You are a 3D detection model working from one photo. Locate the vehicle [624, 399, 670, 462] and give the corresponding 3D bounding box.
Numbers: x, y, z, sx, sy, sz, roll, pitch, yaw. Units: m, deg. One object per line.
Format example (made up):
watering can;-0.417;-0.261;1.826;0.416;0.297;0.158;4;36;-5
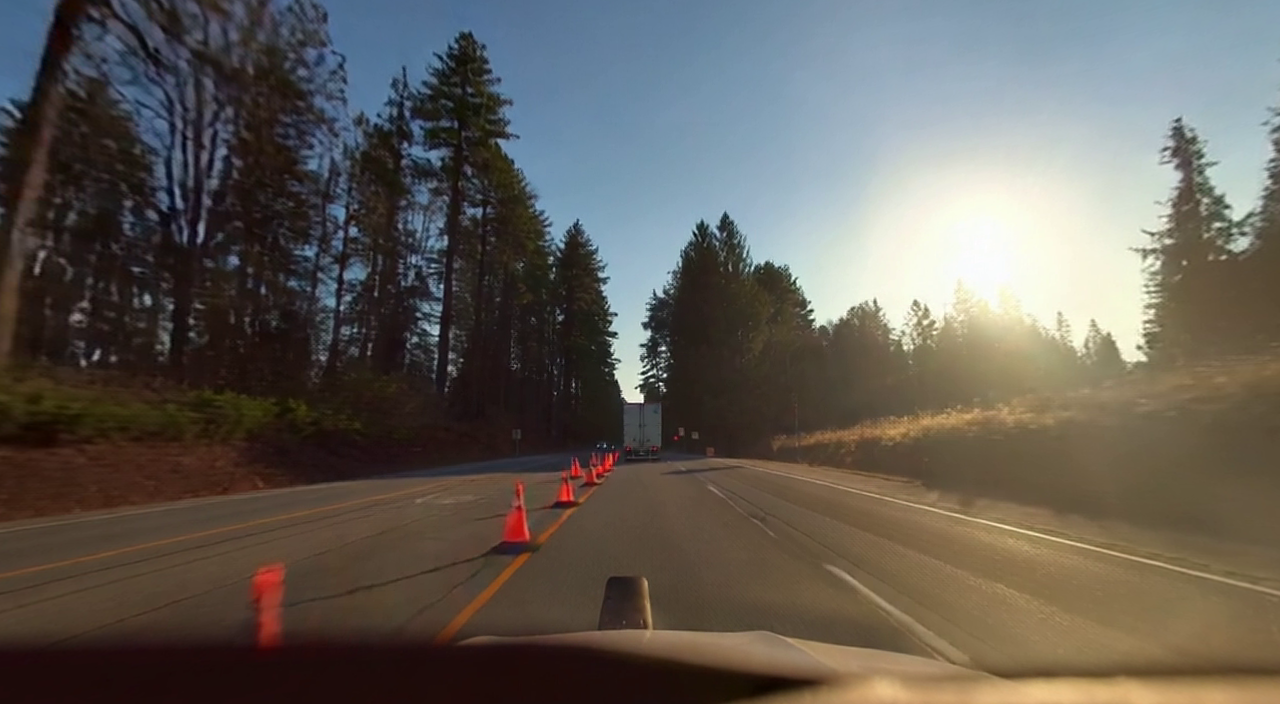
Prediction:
vehicle;0.311;5.858;46.289;2.935;4.068;11.036;0;-8;-1
